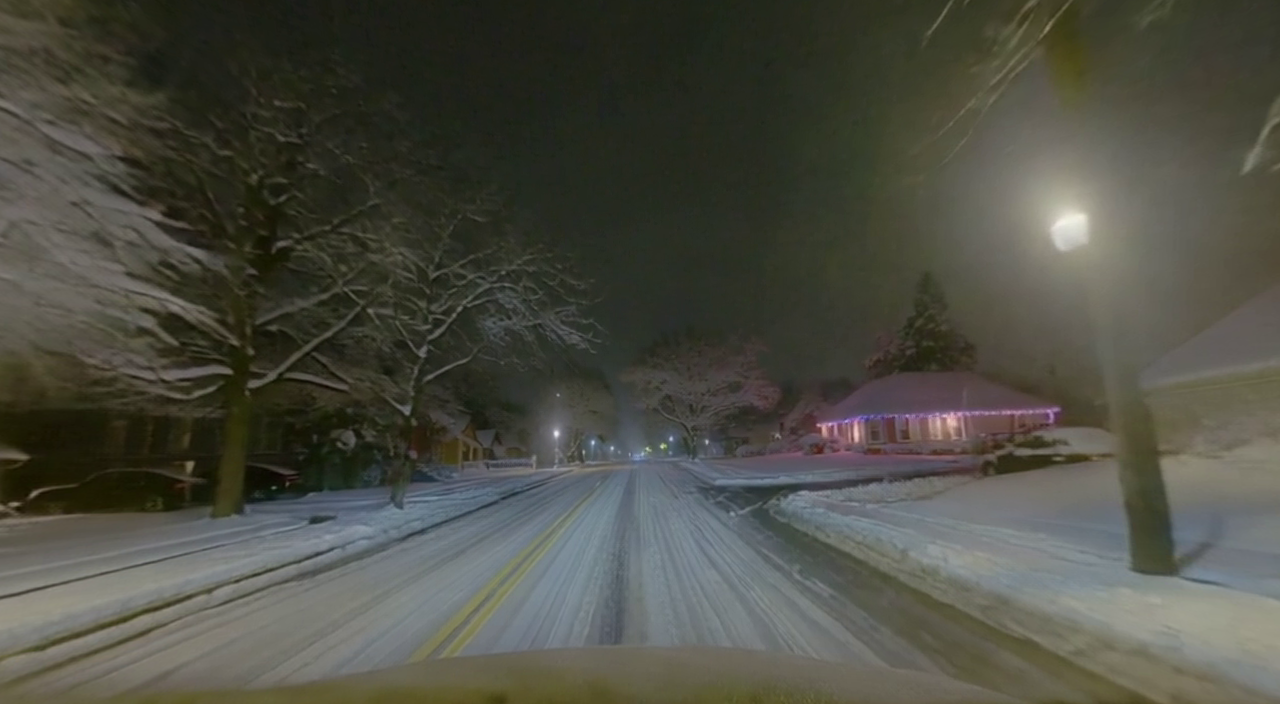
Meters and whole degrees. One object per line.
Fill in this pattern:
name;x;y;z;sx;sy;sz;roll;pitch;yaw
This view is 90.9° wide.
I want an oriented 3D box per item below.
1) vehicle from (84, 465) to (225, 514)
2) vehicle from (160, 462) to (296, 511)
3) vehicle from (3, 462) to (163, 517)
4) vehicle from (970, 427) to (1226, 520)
vehicle;-17.902;5.051;23.550;1.903;1.500;4.214;0;-8;0
vehicle;-15.054;4.909;23.431;1.830;1.495;4.641;0;-8;1
vehicle;-20.502;5.045;23.529;1.909;1.691;4.499;0;-8;-1
vehicle;8.601;2.231;12.413;1.806;1.496;4.164;0;-7;-2
